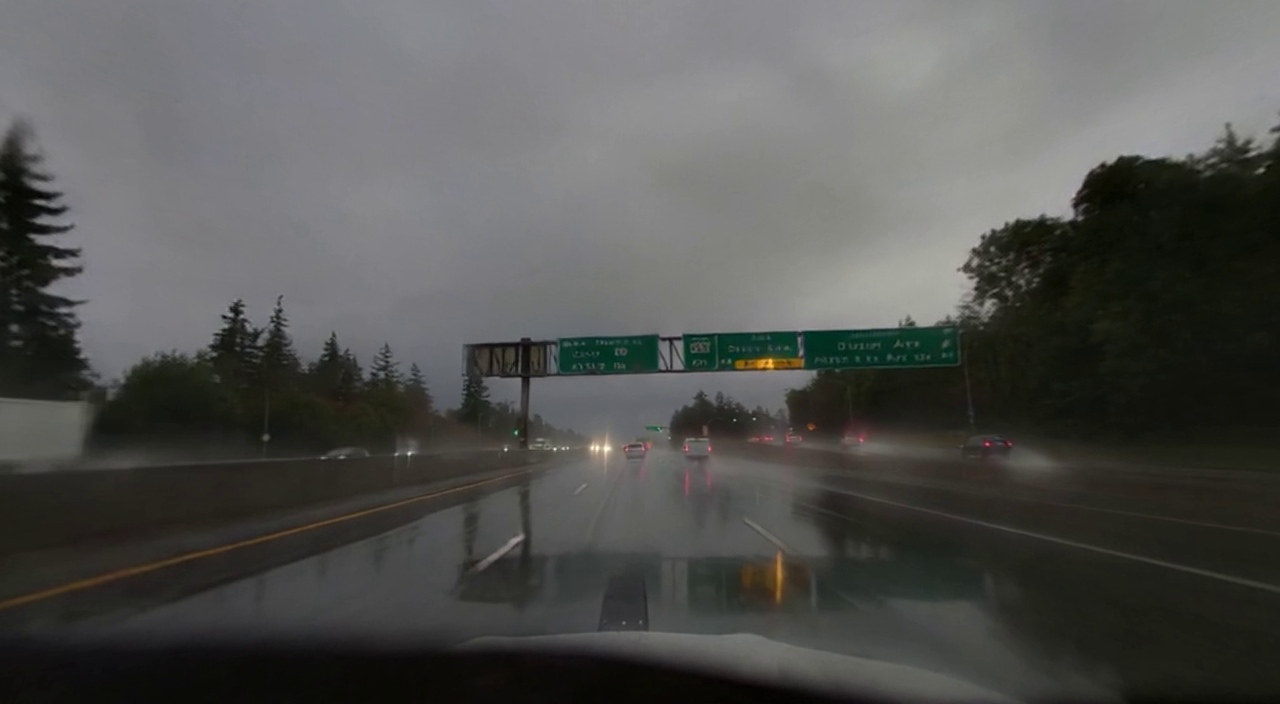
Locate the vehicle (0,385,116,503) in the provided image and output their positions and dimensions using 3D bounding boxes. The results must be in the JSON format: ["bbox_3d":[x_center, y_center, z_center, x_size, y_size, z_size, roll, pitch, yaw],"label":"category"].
[{"bbox_3d":[-18.923,2.282,15.573,2.742,3.208,10.824,0,-8,0],"label":"vehicle"}]

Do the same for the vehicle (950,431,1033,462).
[{"bbox_3d":[18.002,4.861,32.540,1.872,1.459,4.502,-1,-8,3],"label":"vehicle"}]

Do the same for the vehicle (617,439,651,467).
[{"bbox_3d":[-0.374,6.586,41.297,2.105,1.711,4.293,0,-8,0],"label":"vehicle"}]

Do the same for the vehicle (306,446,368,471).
[{"bbox_3d":[-19.148,6.718,40.075,1.835,1.508,4.220,0,-8,0],"label":"vehicle"}]

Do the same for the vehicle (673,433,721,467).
[{"bbox_3d":[3.686,6.453,41.690,2.505,2.020,5.532,0,-8,-1],"label":"vehicle"}]
